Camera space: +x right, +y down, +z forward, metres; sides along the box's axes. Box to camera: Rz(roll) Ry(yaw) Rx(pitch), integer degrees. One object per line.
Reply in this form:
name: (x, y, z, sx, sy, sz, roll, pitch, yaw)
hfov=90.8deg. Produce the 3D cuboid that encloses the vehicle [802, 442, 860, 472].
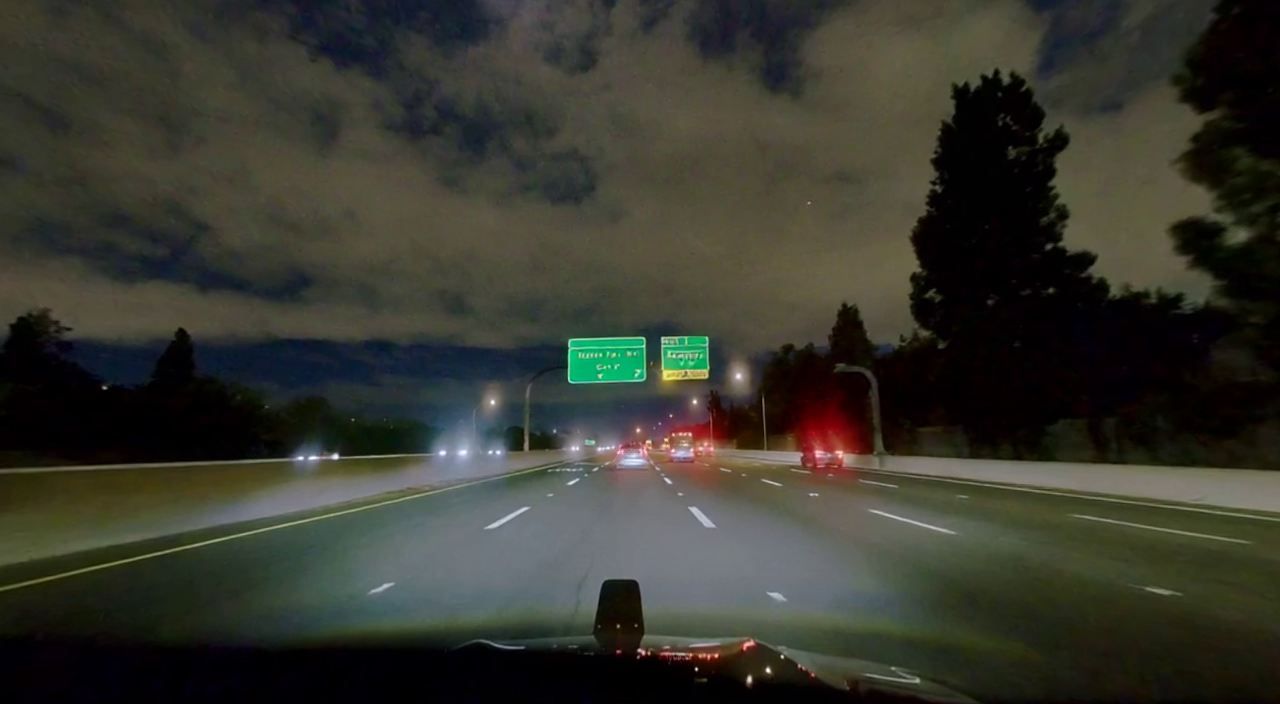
vehicle: (11.173, 6.151, 37.248, 1.912, 1.673, 4.438, 0, -9, -1)

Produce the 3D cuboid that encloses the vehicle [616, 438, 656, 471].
vehicle: (-0.285, 5.819, 36.079, 2.121, 1.739, 4.087, 0, -9, -2)
